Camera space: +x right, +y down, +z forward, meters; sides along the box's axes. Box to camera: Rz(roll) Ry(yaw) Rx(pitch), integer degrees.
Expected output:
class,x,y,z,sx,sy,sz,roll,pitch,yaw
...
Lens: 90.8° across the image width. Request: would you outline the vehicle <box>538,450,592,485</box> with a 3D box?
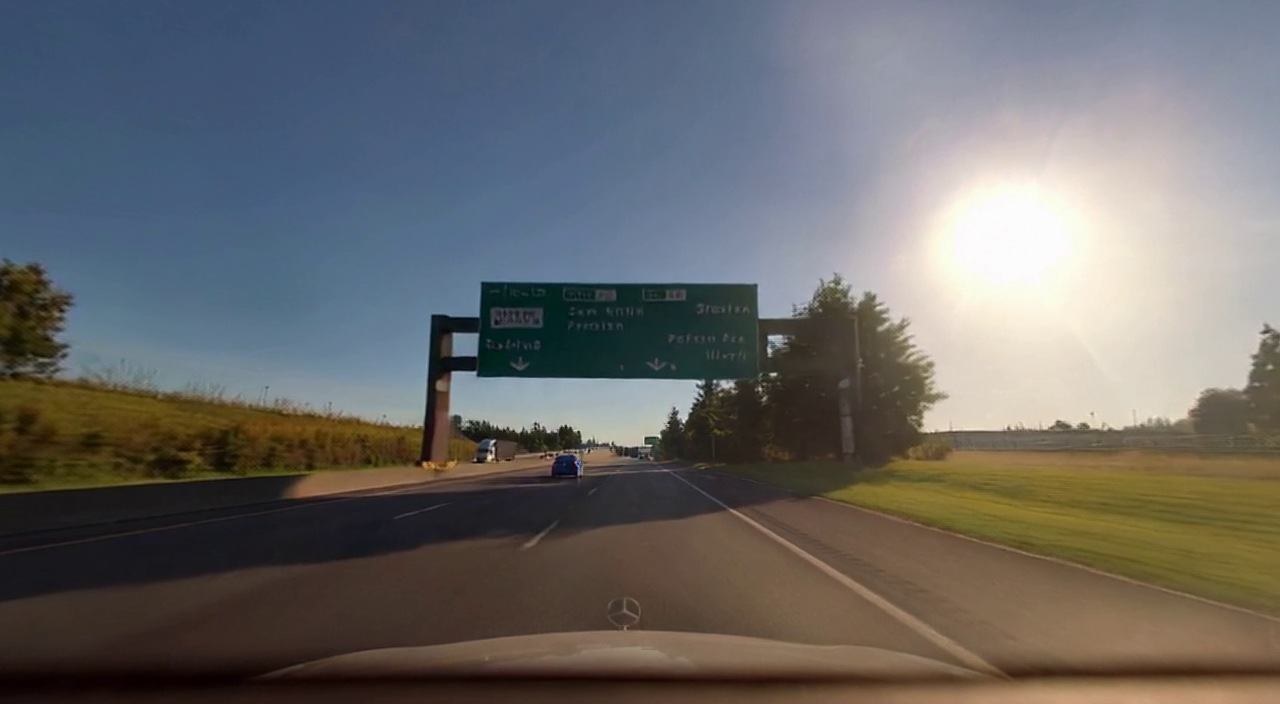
class,x,y,z,sx,sy,sz,roll,pitch,yaw
vehicle,-3.553,5.551,30.573,2.121,1.537,3.852,0,-9,0
